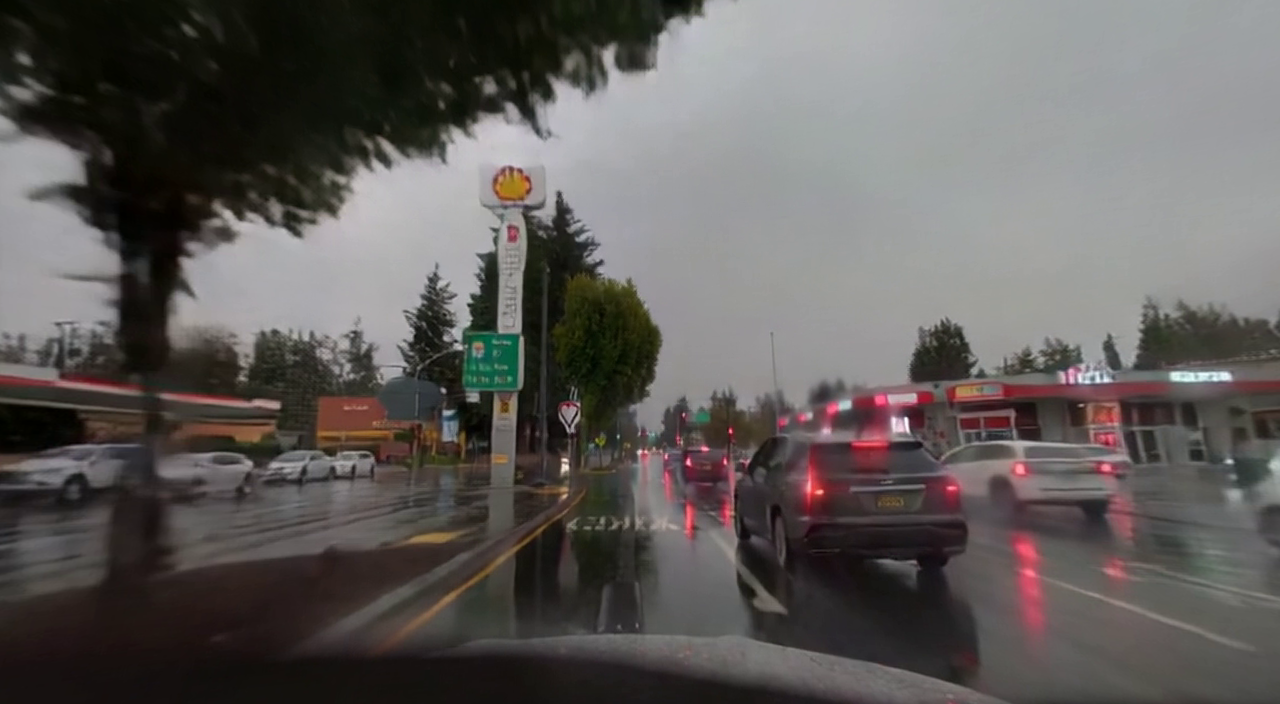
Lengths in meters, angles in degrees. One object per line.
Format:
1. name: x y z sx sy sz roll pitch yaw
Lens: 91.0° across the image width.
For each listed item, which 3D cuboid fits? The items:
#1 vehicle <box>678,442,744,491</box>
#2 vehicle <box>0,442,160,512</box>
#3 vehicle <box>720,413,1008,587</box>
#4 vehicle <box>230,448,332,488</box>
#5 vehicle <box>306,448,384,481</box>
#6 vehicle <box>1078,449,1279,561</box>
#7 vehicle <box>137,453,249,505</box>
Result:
1. vehicle: 2.612 4.315 24.125 1.999 1.679 4.217 0 -9 -1
2. vehicle: -17.931 3.834 19.880 1.930 1.935 4.567 0 -9 -1
3. vehicle: 2.546 1.849 8.772 2.183 1.720 4.842 0 -9 0
4. vehicle: -18.001 5.819 31.919 2.129 1.843 5.067 0 -9 1
5. vehicle: -17.859 6.809 38.457 2.263 1.887 5.170 0 -9 -1
6. vehicle: 9.907 2.336 10.068 2.036 1.525 5.135 0 -9 -1
7. vehicle: -15.437 4.340 22.060 2.290 1.519 4.860 4 -10 -25
